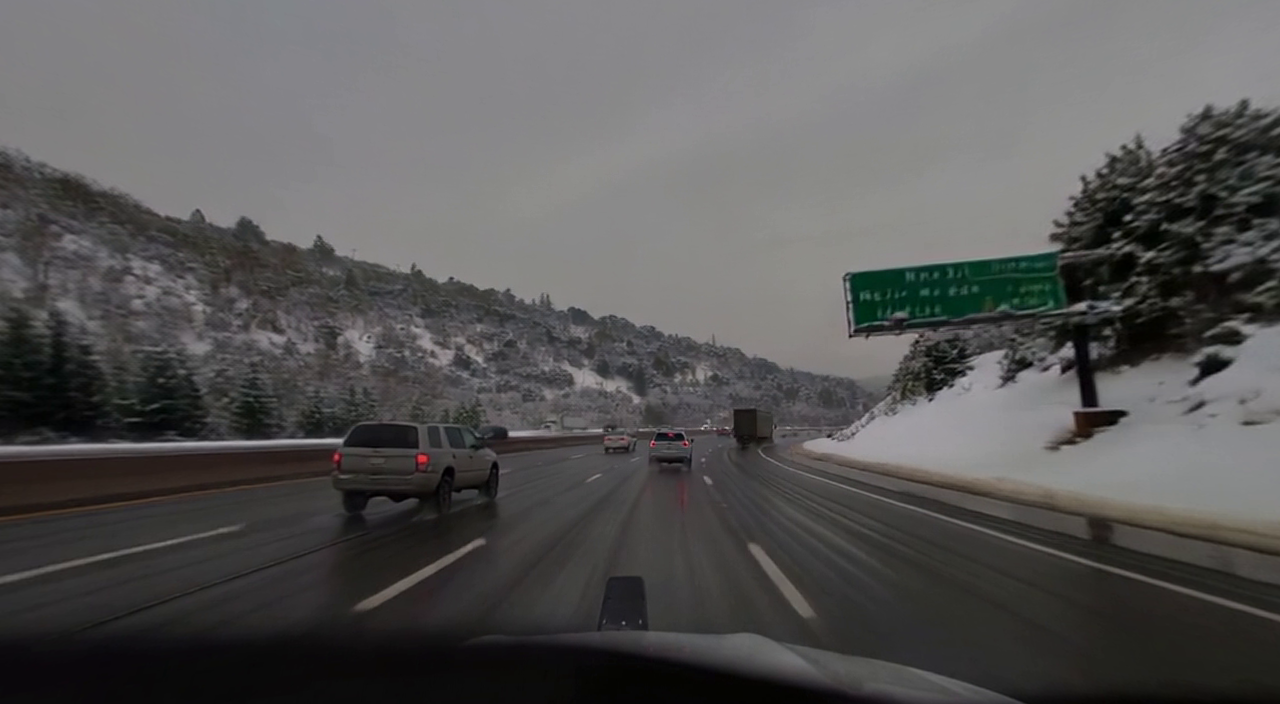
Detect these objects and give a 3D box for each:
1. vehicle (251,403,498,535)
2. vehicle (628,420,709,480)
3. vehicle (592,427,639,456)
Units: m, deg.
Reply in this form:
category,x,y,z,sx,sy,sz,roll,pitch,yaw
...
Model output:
category,x,y,z,sx,sy,sz,roll,pitch,yaw
vehicle,-3.964,1.836,10.475,2.077,1.712,4.406,0,-8,1
vehicle,1.006,3.320,21.588,2.484,1.820,4.497,-1,-8,4
vehicle,-1.456,5.573,39.289,2.194,1.702,4.305,-1,-8,7
